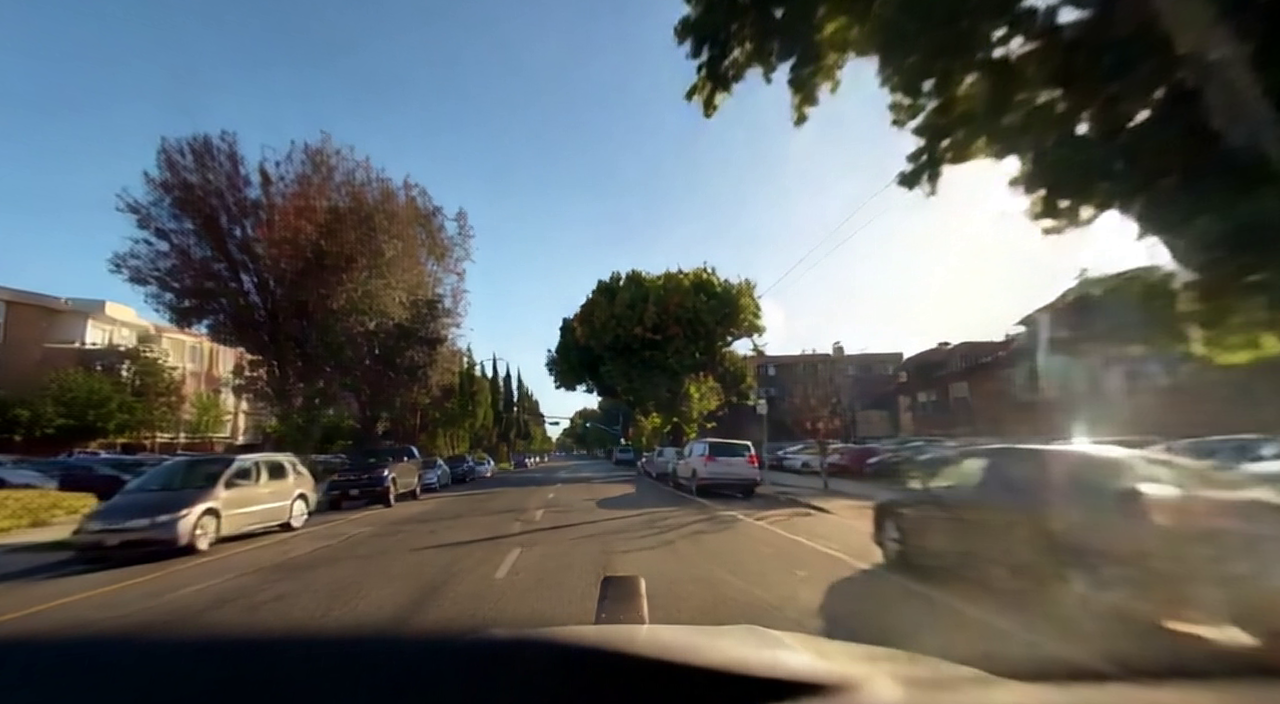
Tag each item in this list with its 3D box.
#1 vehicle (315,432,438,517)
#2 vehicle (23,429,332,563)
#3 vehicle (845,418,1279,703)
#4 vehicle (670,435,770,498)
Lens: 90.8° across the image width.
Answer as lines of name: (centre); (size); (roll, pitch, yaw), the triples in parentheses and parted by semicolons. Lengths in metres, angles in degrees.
vehicle: (-8.642, 3.928, 21.352); (2.382, 2.223, 5.472); (-3, -6, -7)
vehicle: (-8.019, 2.606, 11.920); (2.171, 1.838, 5.344); (-1, -11, -6)
vehicle: (3.920, 1.484, 5.918); (2.016, 1.509, 4.789); (1, -9, -5)
vehicle: (2.555, 3.864, 21.814); (2.255, 1.863, 5.629); (1, -9, -5)
